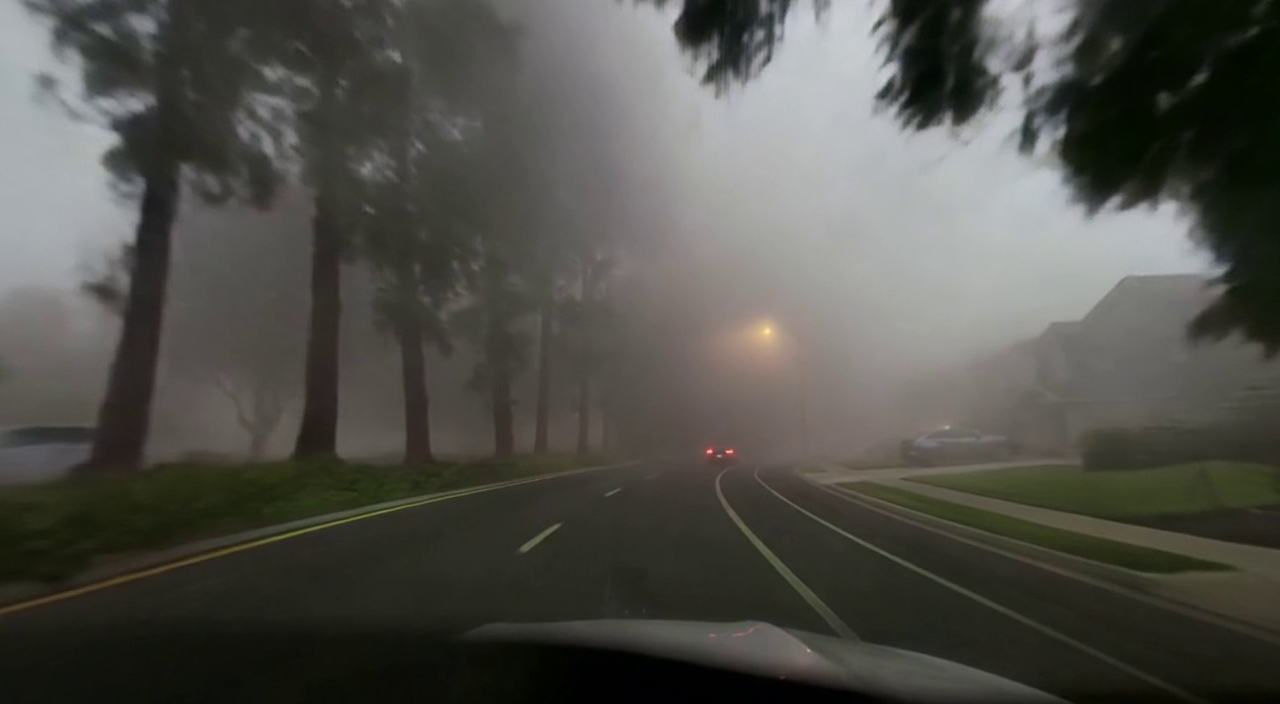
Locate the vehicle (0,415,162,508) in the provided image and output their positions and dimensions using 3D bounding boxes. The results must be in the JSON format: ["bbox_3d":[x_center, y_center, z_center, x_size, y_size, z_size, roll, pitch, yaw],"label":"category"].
[{"bbox_3d":[-12.919,2.259,13.191,2.071,1.728,4.514,0,-8,4],"label":"vehicle"}]

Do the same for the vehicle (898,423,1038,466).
[{"bbox_3d":[14.435,4.143,28.086,4.999,1.791,2.177,-2,-9,12],"label":"vehicle"}]

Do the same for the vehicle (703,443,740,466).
[{"bbox_3d":[5.601,6.922,42.902,2.050,1.456,4.003,-2,-9,14],"label":"vehicle"}]
